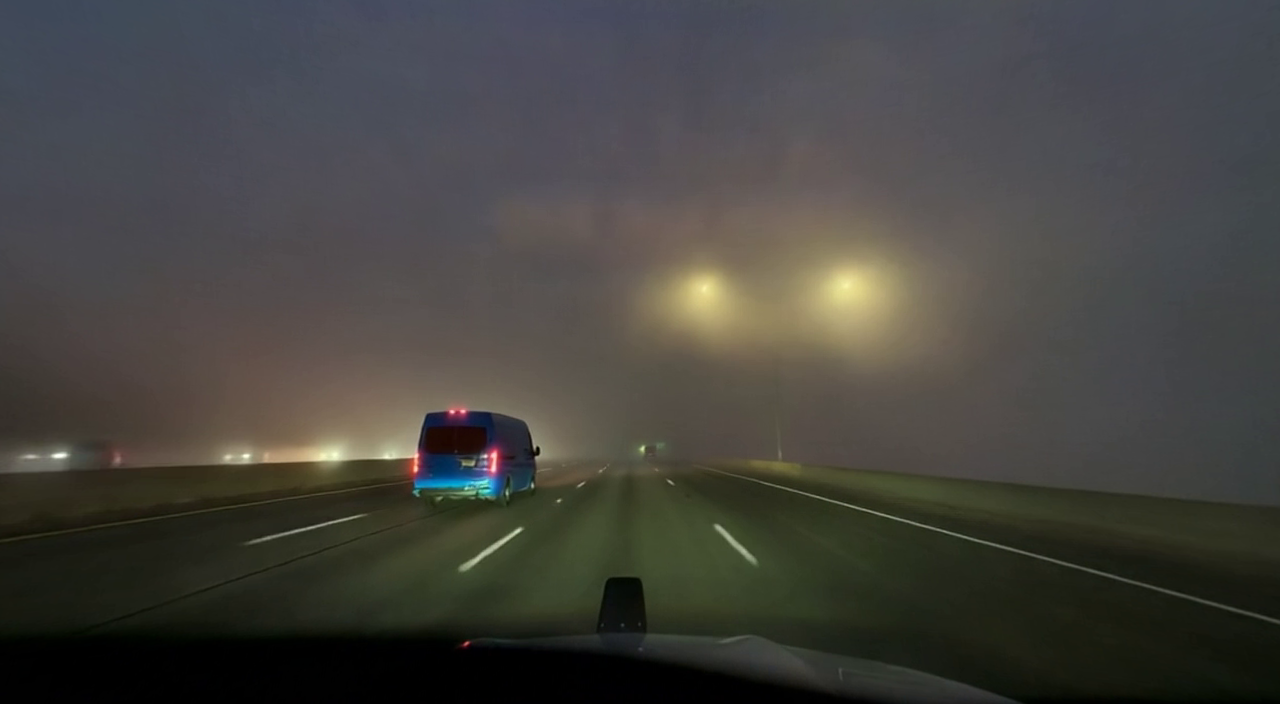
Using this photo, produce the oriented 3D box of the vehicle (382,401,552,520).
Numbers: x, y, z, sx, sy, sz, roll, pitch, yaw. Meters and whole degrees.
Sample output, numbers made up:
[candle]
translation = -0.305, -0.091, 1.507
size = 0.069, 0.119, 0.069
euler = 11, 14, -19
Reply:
[vehicle]
translation = -3.679, 2.480, 14.717
size = 2.372, 2.248, 5.393
euler = 0, -9, 1
